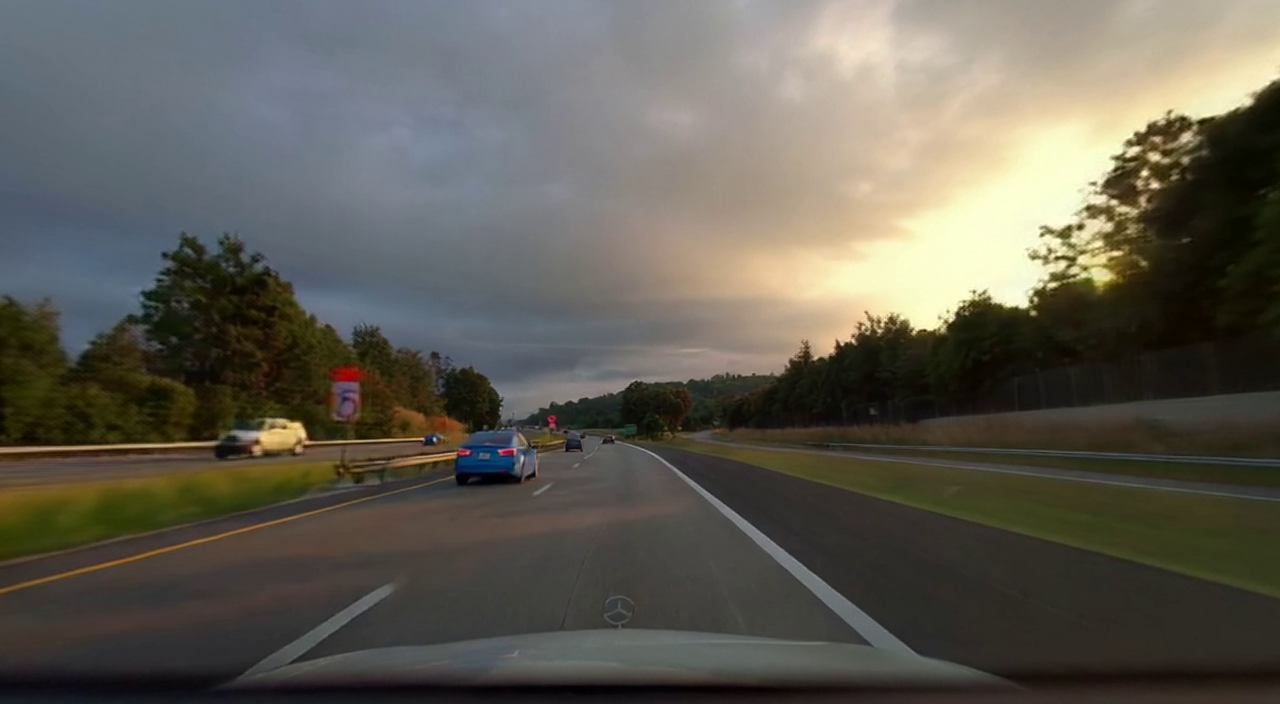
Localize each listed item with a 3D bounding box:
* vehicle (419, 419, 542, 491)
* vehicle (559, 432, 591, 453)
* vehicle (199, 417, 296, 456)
[{"bbox_3d":[-3.954,2.623,16.516,2.047,1.612,4.631,0,-8,-1],"label":"vehicle"},{"bbox_3d":[-4.465,6.266,43.572,1.874,1.369,3.875,0,-8,-1],"label":"vehicle"},{"bbox_3d":[-19.322,4.184,31.302,1.947,1.787,4.572,0,-8,-1],"label":"vehicle"}]
